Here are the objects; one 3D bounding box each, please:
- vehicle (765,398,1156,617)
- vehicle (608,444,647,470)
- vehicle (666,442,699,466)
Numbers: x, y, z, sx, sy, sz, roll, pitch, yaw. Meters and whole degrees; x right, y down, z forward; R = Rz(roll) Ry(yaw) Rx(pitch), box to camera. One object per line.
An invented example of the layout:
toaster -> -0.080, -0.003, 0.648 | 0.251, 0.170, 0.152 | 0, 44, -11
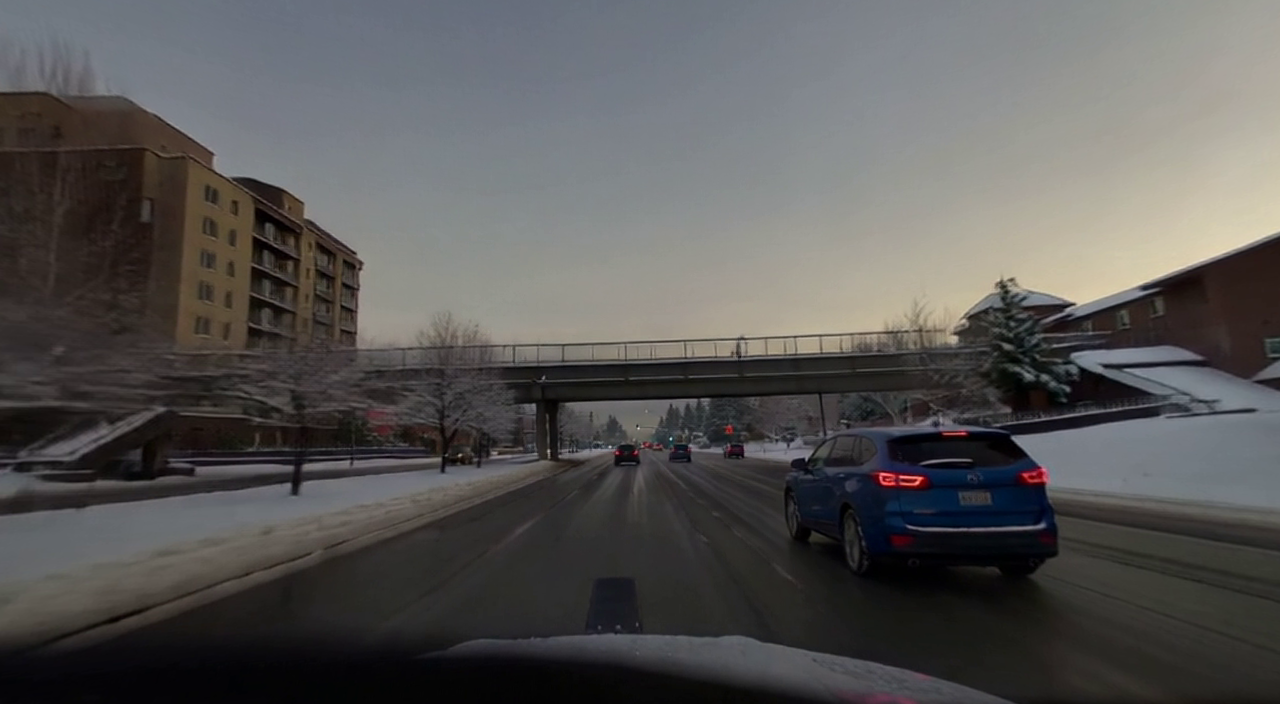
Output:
vehicle -> 3.043, 1.592, 7.475 | 2.130, 1.741, 4.665 | 0, -8, 0
vehicle -> -0.683, 6.378, 38.674 | 2.173, 1.498, 4.528 | 0, -8, 1
vehicle -> 3.158, 7.677, 47.845 | 2.165, 1.708, 3.928 | 0, -8, -1
